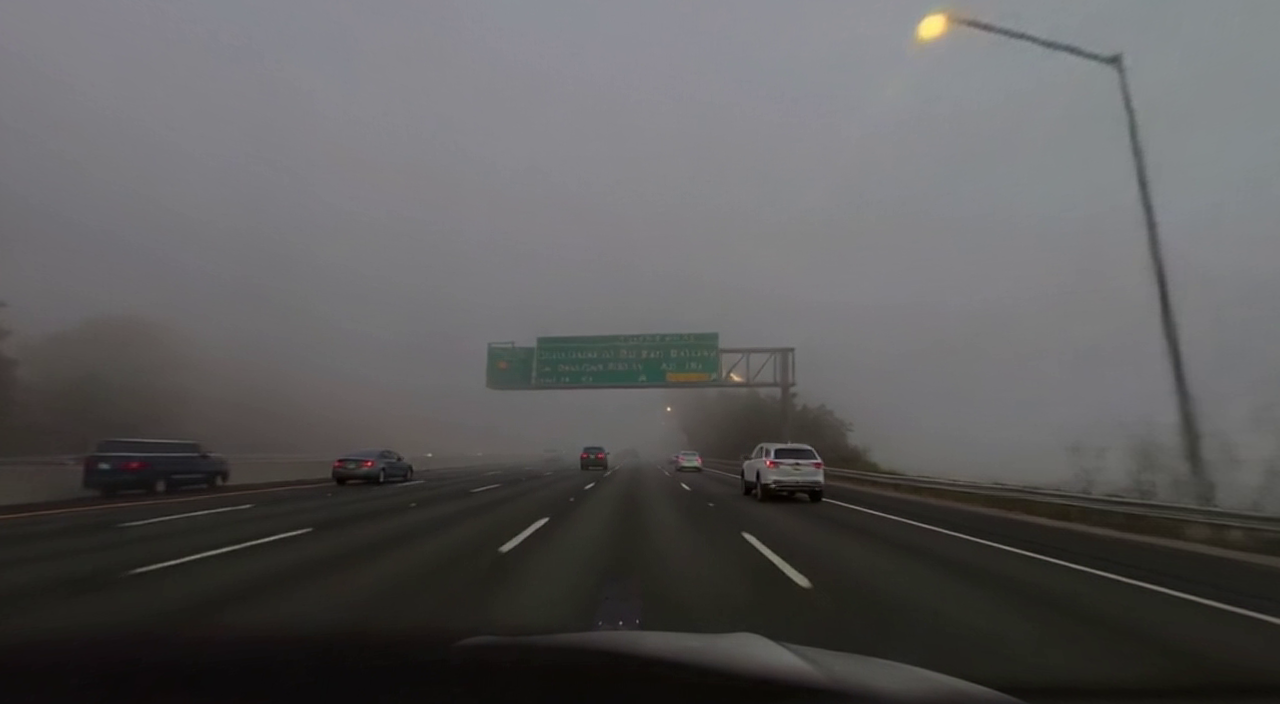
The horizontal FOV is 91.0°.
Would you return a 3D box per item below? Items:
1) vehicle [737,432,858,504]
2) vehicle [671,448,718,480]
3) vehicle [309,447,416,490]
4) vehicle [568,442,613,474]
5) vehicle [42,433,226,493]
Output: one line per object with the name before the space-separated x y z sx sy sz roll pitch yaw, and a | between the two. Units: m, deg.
vehicle | 4.298 3.273 18.156 2.218 1.776 4.807 0 -9 0
vehicle | 2.785 5.846 33.240 2.126 1.529 4.438 0 -9 1
vehicle | -10.515 4.422 24.331 1.974 1.472 4.684 0 -9 0
vehicle | -3.061 6.735 40.238 2.449 1.929 5.503 0 -9 0
vehicle | -16.924 3.730 21.502 2.181 1.819 4.830 0 -9 1
